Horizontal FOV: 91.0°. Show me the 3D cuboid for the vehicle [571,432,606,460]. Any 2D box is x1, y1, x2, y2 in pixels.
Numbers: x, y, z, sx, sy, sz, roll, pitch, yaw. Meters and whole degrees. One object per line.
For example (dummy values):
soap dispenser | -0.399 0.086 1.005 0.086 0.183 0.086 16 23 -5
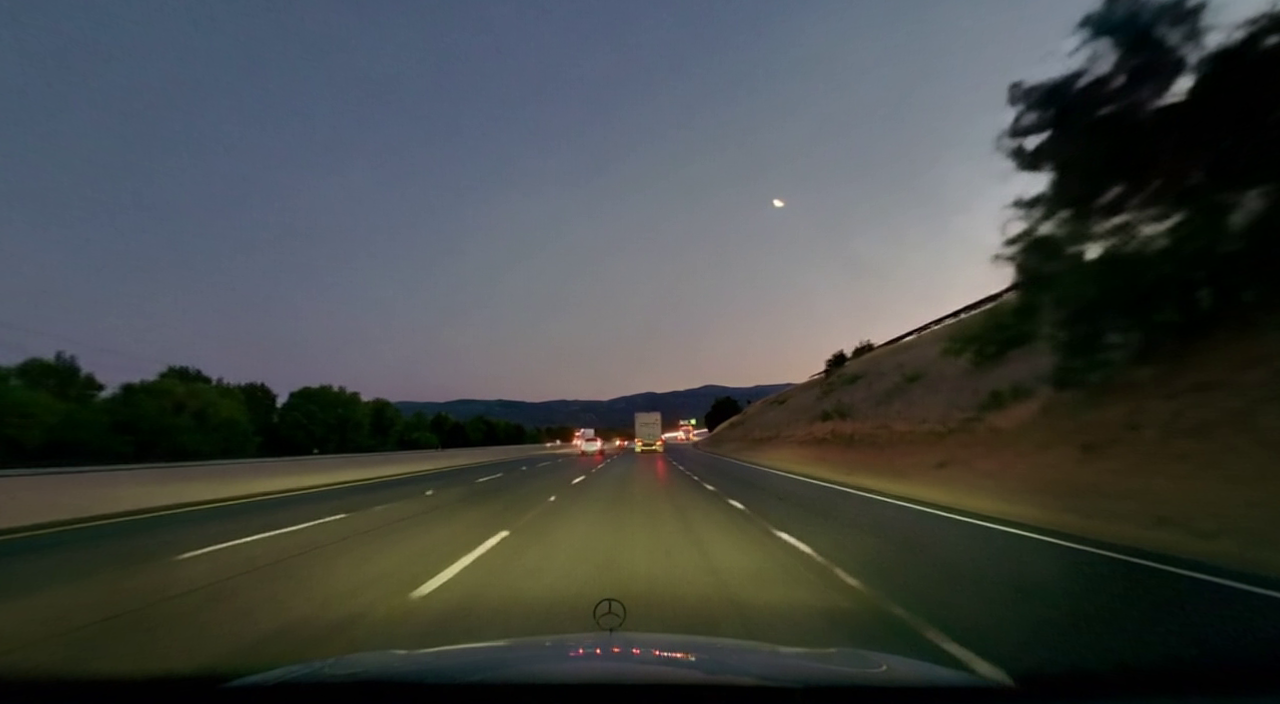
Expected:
vehicle | -3.730 6.966 46.557 2.130 1.935 4.817 -1 -8 1
